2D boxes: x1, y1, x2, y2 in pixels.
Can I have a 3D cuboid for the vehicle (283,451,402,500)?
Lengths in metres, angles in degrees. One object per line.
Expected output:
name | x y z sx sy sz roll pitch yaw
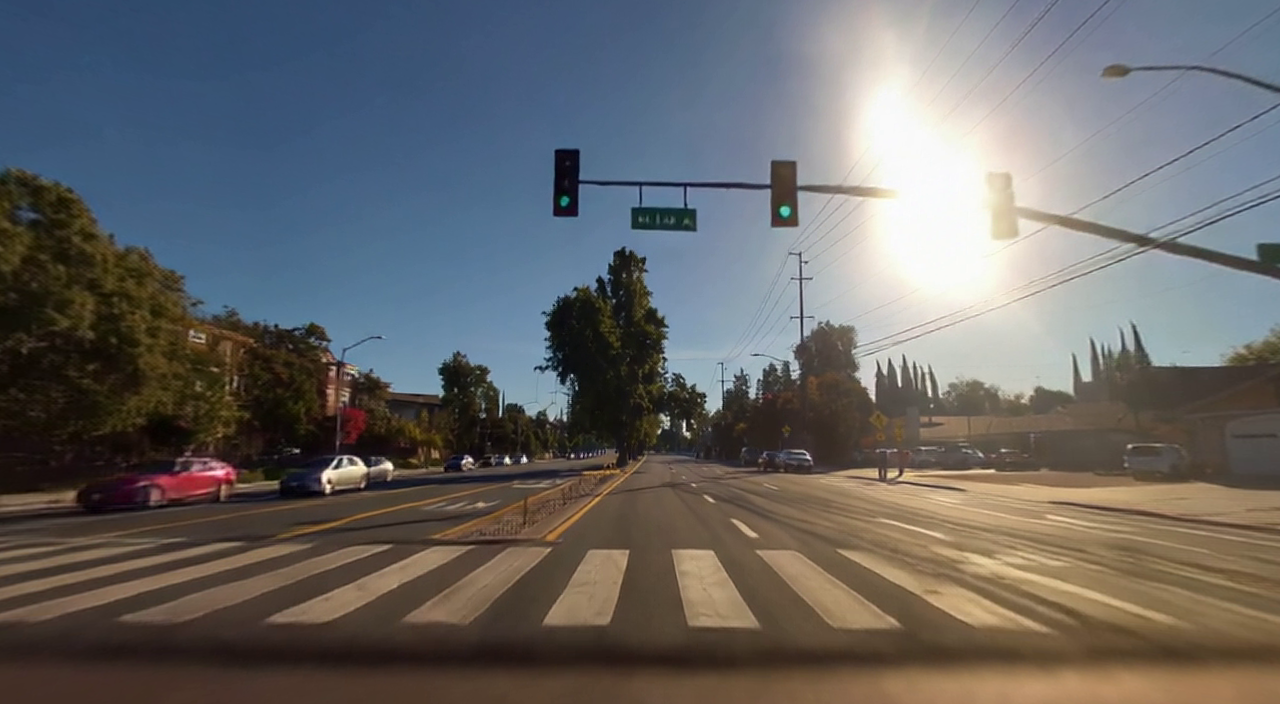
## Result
vehicle | -10.293 4.264 22.243 1.899 1.464 4.418 0 -8 2

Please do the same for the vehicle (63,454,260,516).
vehicle | -13.546 3.753 18.333 1.909 1.449 4.775 0 -8 1

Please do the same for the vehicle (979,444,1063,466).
vehicle | 25.671 6.981 42.612 4.368 1.394 1.983 0 -9 1

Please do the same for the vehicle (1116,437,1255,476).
vehicle | 25.188 4.822 29.241 4.518 1.508 1.938 2 -9 5

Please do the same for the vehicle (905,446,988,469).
vehicle | 20.880 7.204 43.091 4.664 1.504 1.816 0 -8 2

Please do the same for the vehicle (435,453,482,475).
vehicle | -13.469 8.295 47.026 2.047 1.467 4.611 0 -8 1
